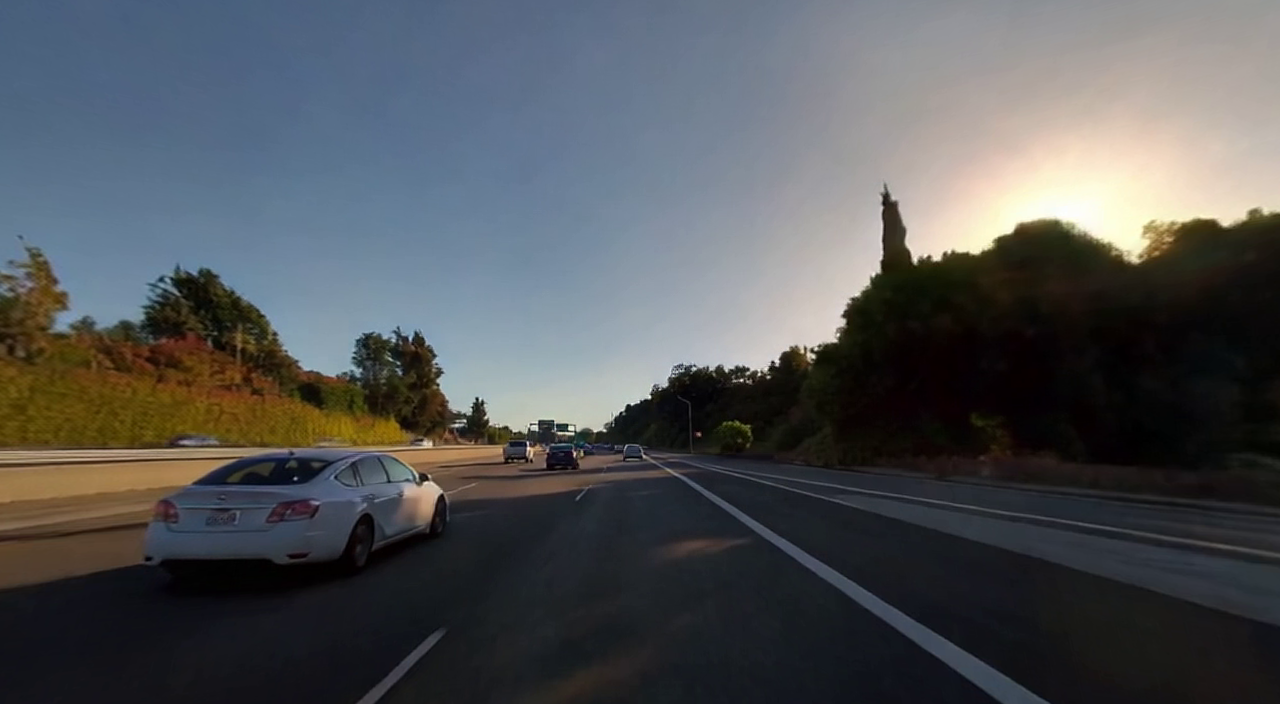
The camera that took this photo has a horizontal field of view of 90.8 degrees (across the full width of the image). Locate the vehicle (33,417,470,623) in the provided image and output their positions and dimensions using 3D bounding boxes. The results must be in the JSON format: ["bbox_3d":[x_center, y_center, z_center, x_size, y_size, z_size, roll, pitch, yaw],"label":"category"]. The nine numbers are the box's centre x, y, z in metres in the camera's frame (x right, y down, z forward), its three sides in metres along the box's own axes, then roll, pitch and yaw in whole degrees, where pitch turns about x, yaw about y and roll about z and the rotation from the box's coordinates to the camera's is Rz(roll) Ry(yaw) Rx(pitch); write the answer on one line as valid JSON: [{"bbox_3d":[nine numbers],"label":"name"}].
[{"bbox_3d":[-3.474,1.573,6.952,2.025,1.506,4.429,0,-8,-1],"label":"vehicle"}]

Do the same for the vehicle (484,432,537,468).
[{"bbox_3d":[-7.733,5.905,38.288,2.171,1.982,5.246,0,-8,-1],"label":"vehicle"}]

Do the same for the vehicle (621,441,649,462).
[{"bbox_3d":[-0.426,7.716,49.059,2.018,1.508,4.087,0,-8,-2],"label":"vehicle"}]

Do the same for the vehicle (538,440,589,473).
[{"bbox_3d":[-3.732,5.174,31.606,2.068,1.501,4.395,0,-8,-1],"label":"vehicle"}]
